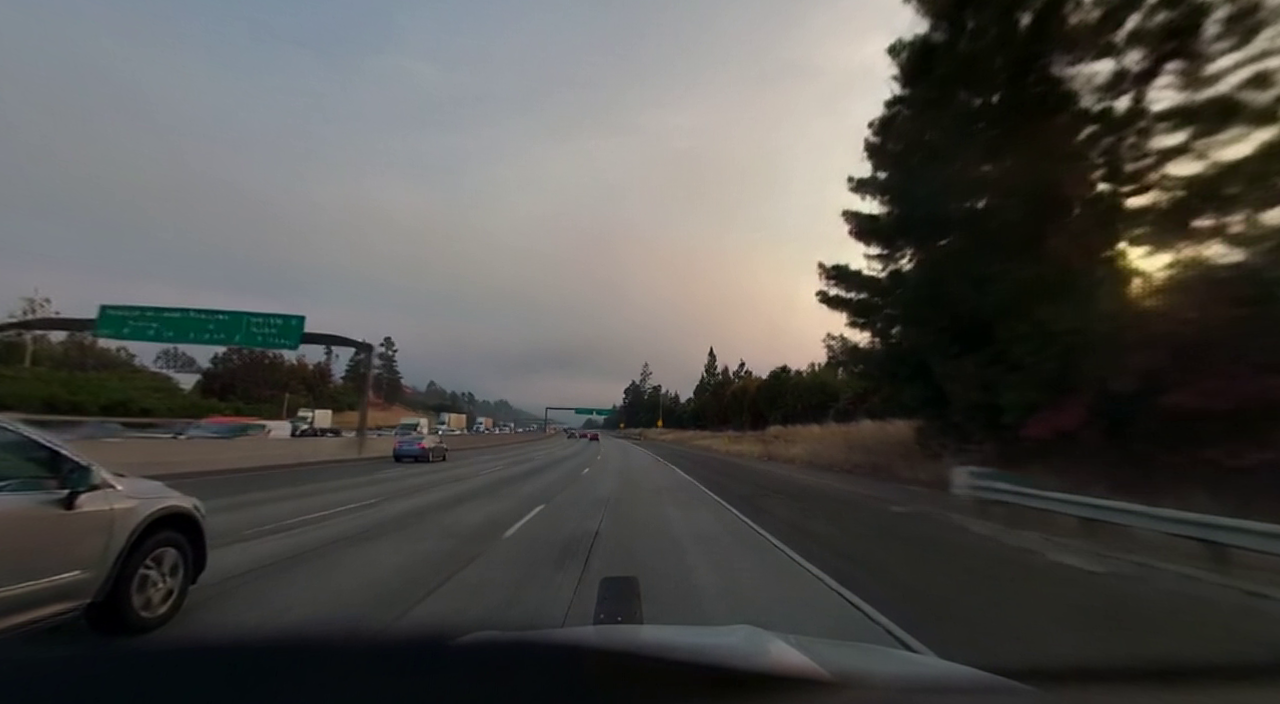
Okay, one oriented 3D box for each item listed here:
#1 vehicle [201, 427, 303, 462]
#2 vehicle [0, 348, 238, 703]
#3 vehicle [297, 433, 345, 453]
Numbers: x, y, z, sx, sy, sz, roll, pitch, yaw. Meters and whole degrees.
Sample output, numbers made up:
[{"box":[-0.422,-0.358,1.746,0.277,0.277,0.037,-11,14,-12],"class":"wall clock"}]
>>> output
[{"box":[-18.001,4.301,29.525,1.960,1.504,4.473,0,-8,-1],"class":"vehicle"},{"box":[-3.917,0.727,2.199,2.187,1.639,4.318,0,-8,-1],"class":"vehicle"},{"box":[-22.697,6.477,44.984,1.743,1.400,3.431,0,-8,-2],"class":"vehicle"}]
